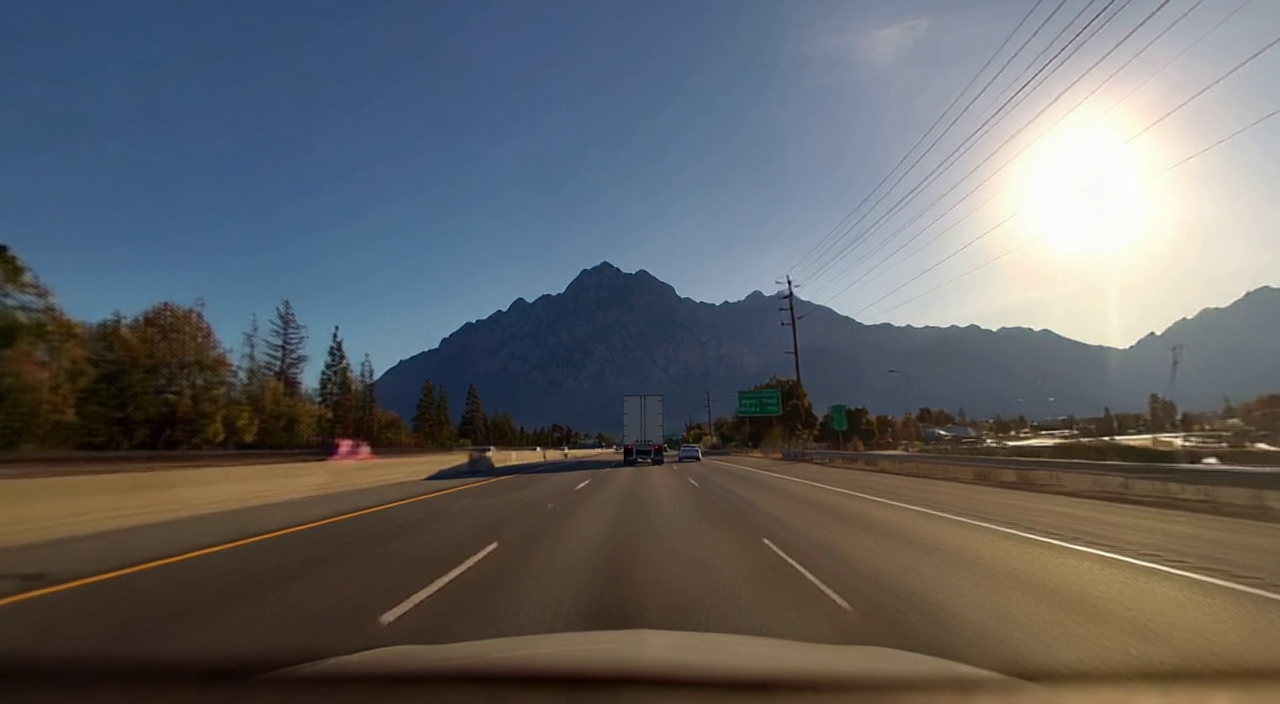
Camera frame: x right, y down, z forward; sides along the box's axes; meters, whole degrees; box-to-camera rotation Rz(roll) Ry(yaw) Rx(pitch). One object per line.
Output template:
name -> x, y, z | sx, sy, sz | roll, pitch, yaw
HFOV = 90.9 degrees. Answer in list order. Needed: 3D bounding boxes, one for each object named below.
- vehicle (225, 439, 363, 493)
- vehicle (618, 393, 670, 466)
vehicle -> -12.488, 4.127, 23.246 | 2.220, 1.764, 5.000 | 0, -8, 0
vehicle -> 0.173, 5.260, 41.734 | 2.919, 4.101, 11.541 | 0, -8, 0
